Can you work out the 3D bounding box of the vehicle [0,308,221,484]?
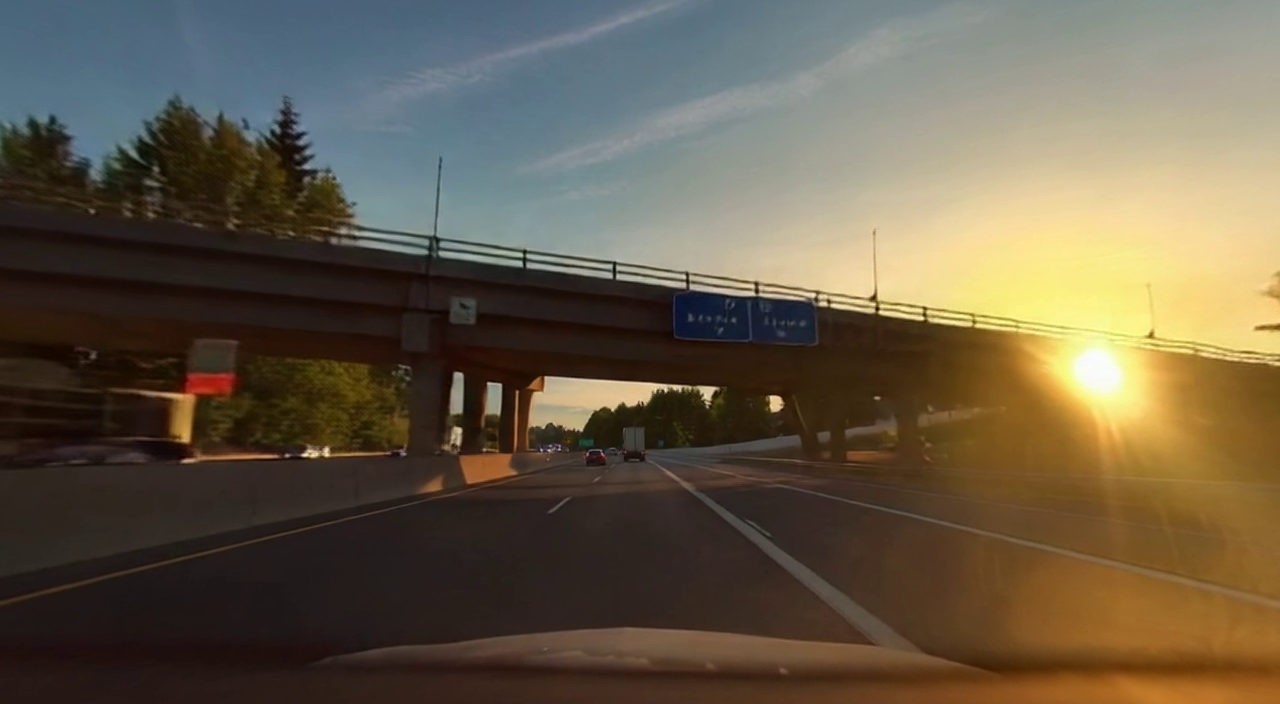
[{"bbox_3d":[-15.830,0.932,13.825,2.913,3.891,14.844,0,-9,1],"label":"vehicle"}]
